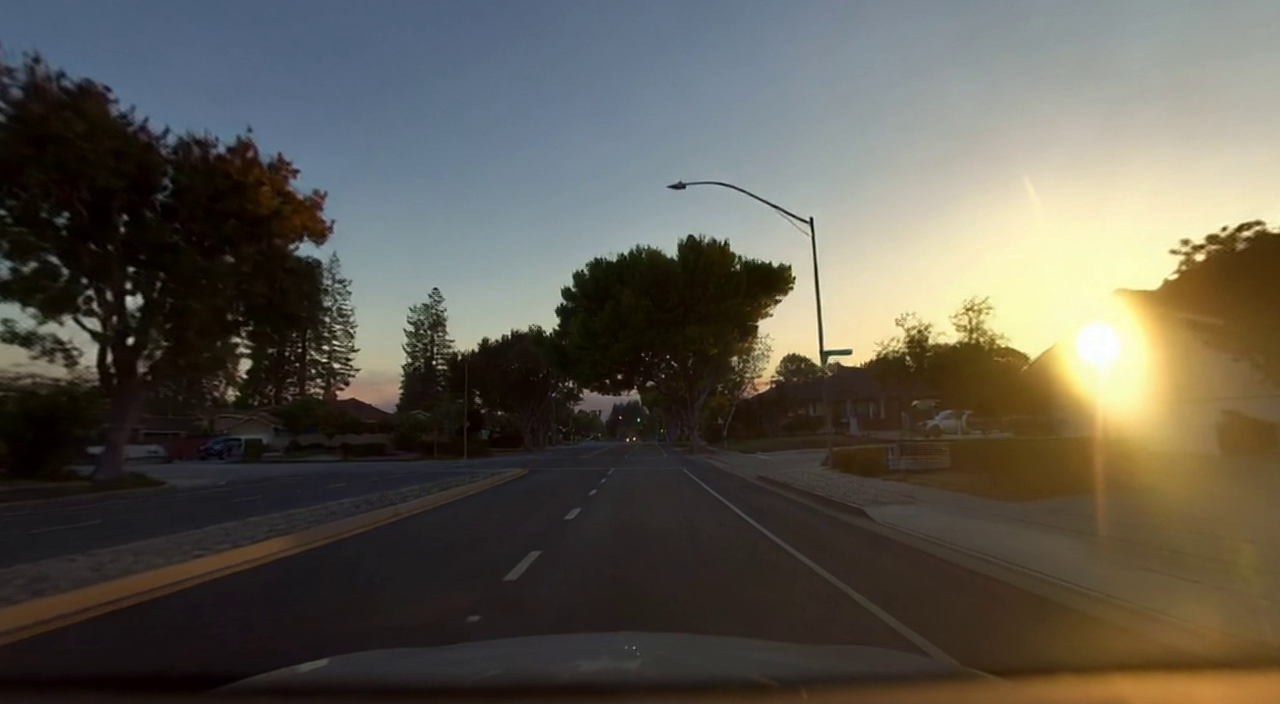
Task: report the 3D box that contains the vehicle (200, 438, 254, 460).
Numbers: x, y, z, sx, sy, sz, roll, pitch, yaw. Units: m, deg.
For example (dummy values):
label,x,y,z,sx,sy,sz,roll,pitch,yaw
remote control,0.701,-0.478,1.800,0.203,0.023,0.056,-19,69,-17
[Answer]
label,x,y,z,sx,sy,sz,roll,pitch,yaw
vehicle,-29.837,7.013,45.748,1.991,1.435,4.421,2,-9,-16
